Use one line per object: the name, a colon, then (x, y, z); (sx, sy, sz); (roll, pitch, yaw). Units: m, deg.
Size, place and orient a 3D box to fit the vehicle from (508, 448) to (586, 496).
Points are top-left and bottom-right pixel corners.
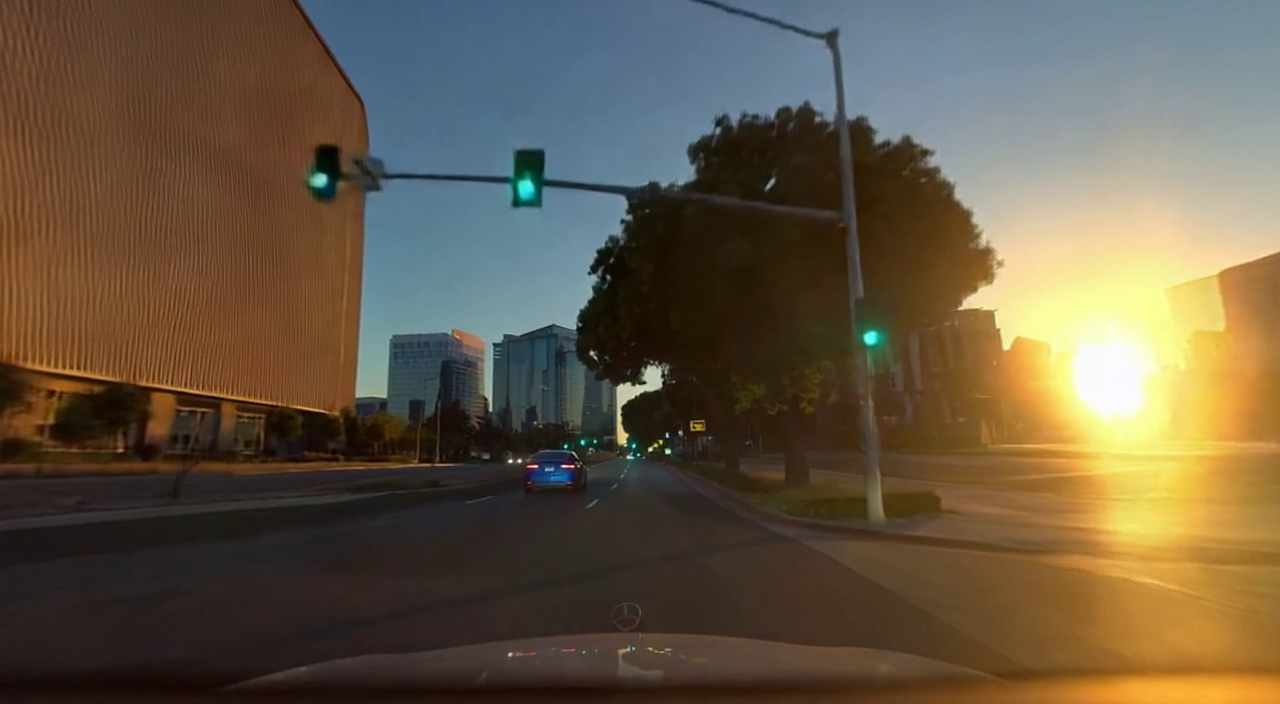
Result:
vehicle: (-3.121, 4.117, 22.076); (1.971, 1.486, 4.380); (0, -9, 1)
